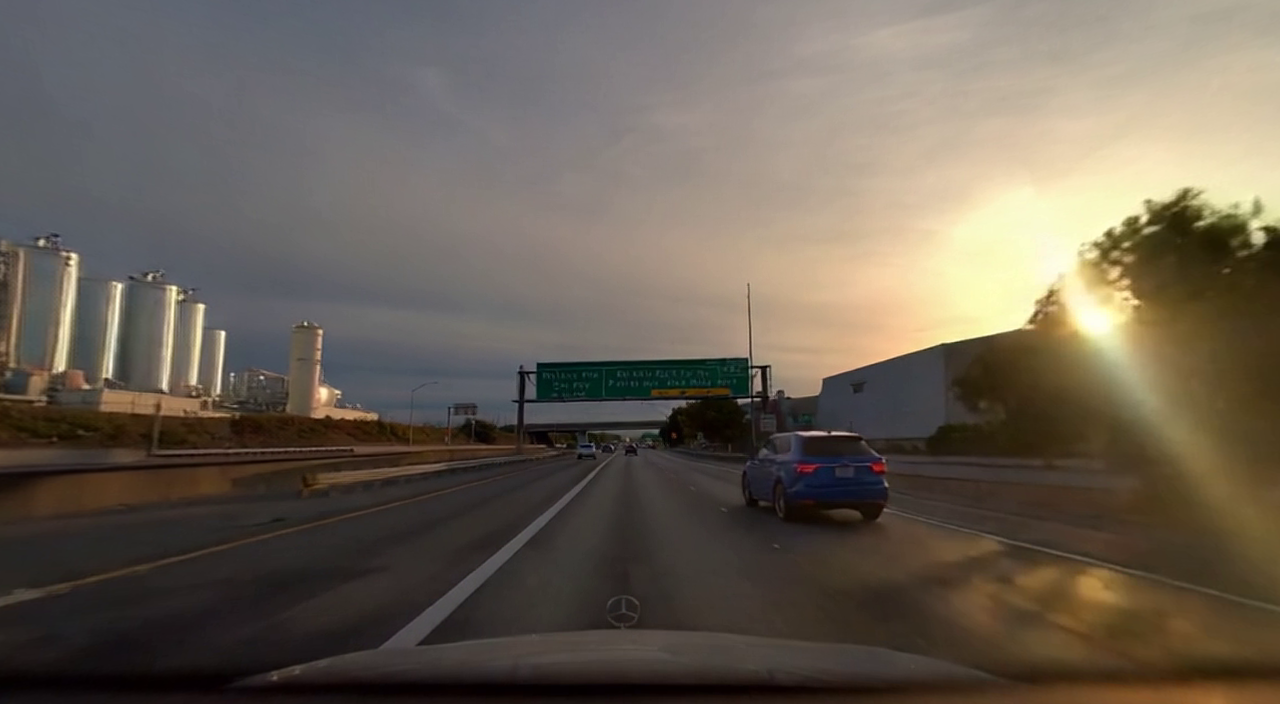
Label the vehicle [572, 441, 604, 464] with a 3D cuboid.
[{"bbox_3d":[-3.804,7.448,46.811,2.012,1.571,4.232,0,-9,0],"label":"vehicle"}]

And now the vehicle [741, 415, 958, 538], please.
[{"bbox_3d":[3.473,2.208,11.795,2.296,1.790,5.067,0,-9,0],"label":"vehicle"}]
